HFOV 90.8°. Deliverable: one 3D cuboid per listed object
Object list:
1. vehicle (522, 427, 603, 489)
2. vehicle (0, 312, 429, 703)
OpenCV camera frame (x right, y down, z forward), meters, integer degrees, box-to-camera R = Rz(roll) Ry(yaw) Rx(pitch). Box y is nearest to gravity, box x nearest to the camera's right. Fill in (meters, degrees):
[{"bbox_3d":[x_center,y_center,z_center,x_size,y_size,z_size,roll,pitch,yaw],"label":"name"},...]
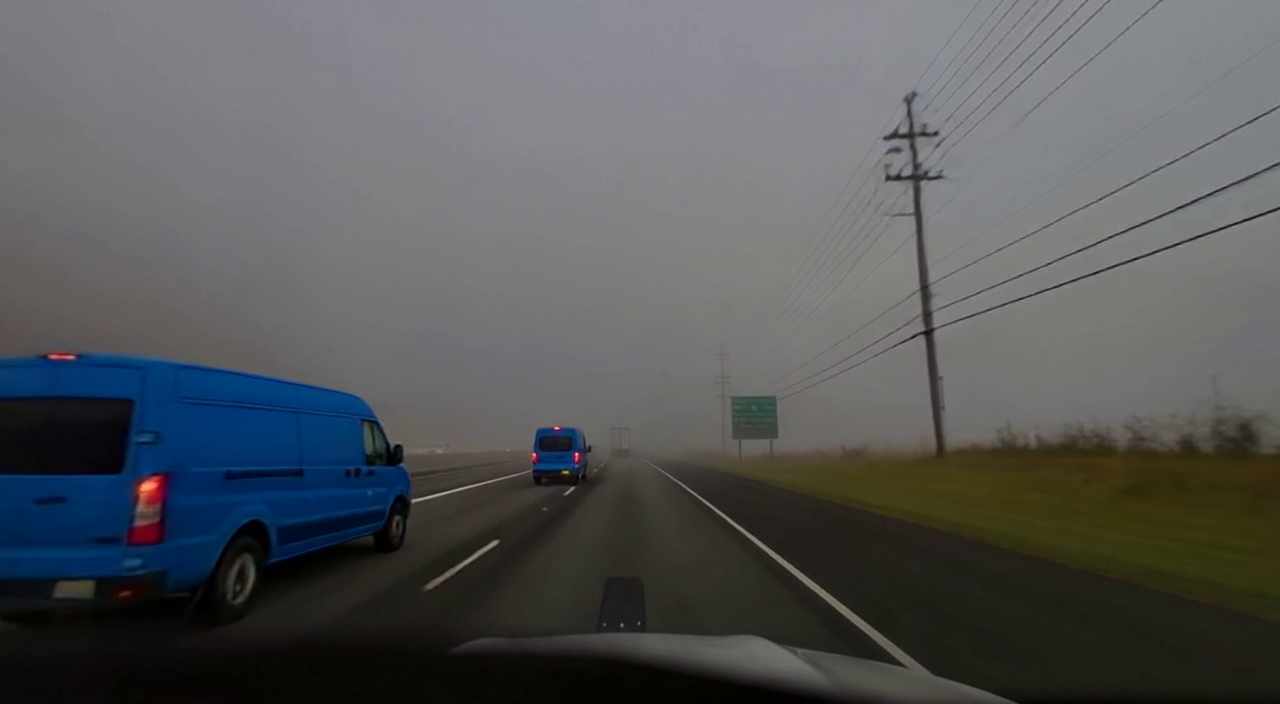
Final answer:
[{"bbox_3d":[-2.665,3.851,23.108,2.197,2.011,5.130,0,-9,1],"label":"vehicle"},{"bbox_3d":[-3.879,1.162,5.745,2.145,2.010,4.980,0,-9,0],"label":"vehicle"}]
